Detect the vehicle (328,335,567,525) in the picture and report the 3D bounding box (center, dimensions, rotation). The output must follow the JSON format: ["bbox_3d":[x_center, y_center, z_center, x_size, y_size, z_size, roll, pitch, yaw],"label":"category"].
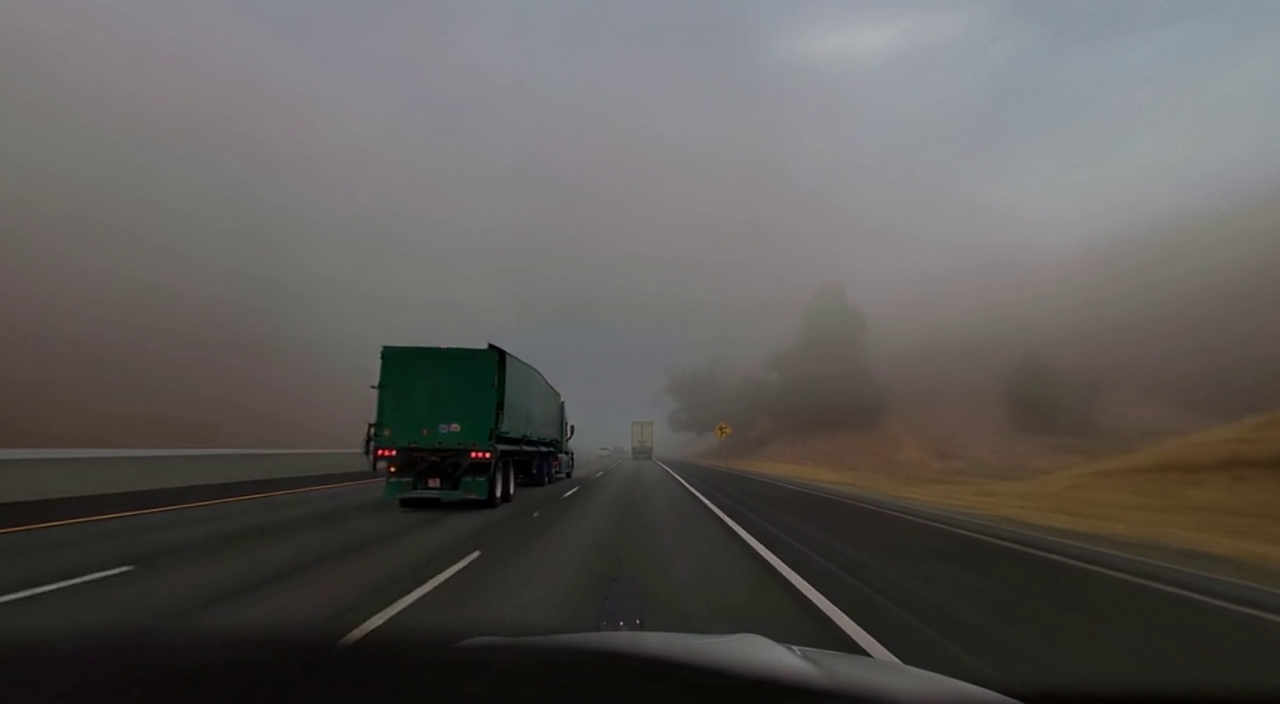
[{"bbox_3d":[-3.932,2.138,16.374,2.789,3.271,10.894,0,-9,0],"label":"vehicle"}]
